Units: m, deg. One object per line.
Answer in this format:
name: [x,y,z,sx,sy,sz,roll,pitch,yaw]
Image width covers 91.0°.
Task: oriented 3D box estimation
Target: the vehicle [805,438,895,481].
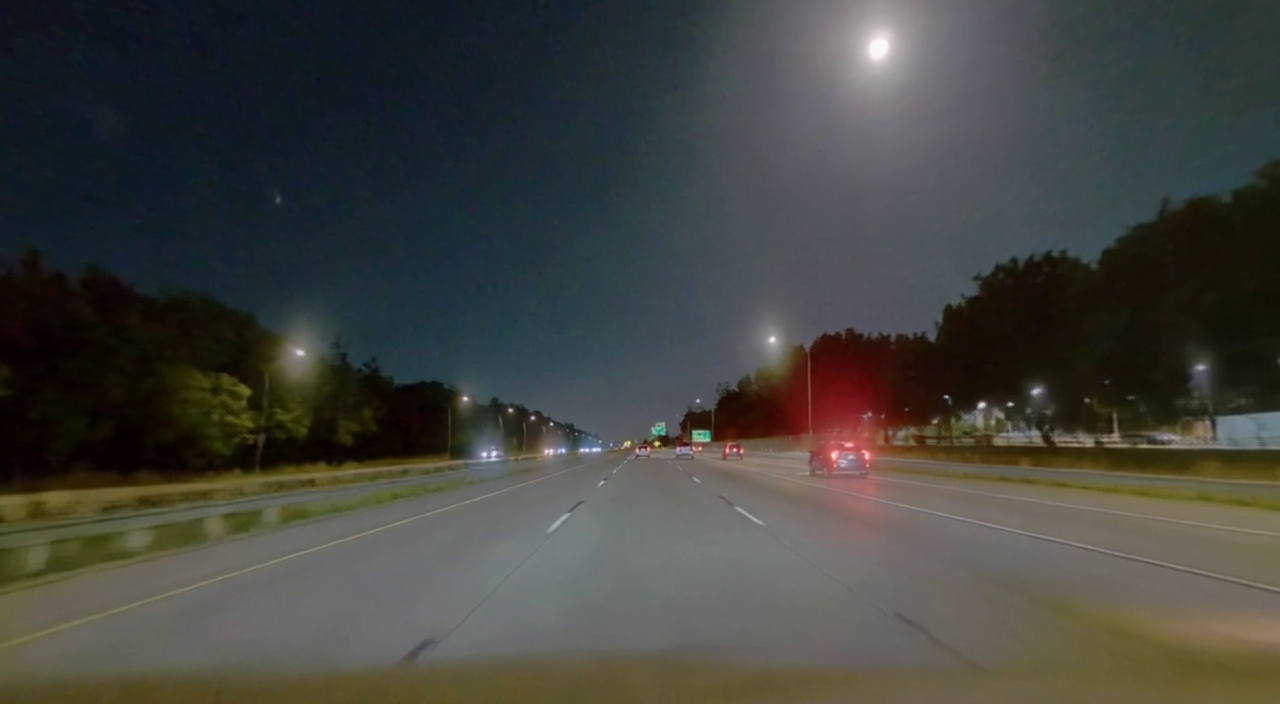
vehicle: [8.120,4.183,24.821,1.989,1.526,4.443,0,-9,0]
